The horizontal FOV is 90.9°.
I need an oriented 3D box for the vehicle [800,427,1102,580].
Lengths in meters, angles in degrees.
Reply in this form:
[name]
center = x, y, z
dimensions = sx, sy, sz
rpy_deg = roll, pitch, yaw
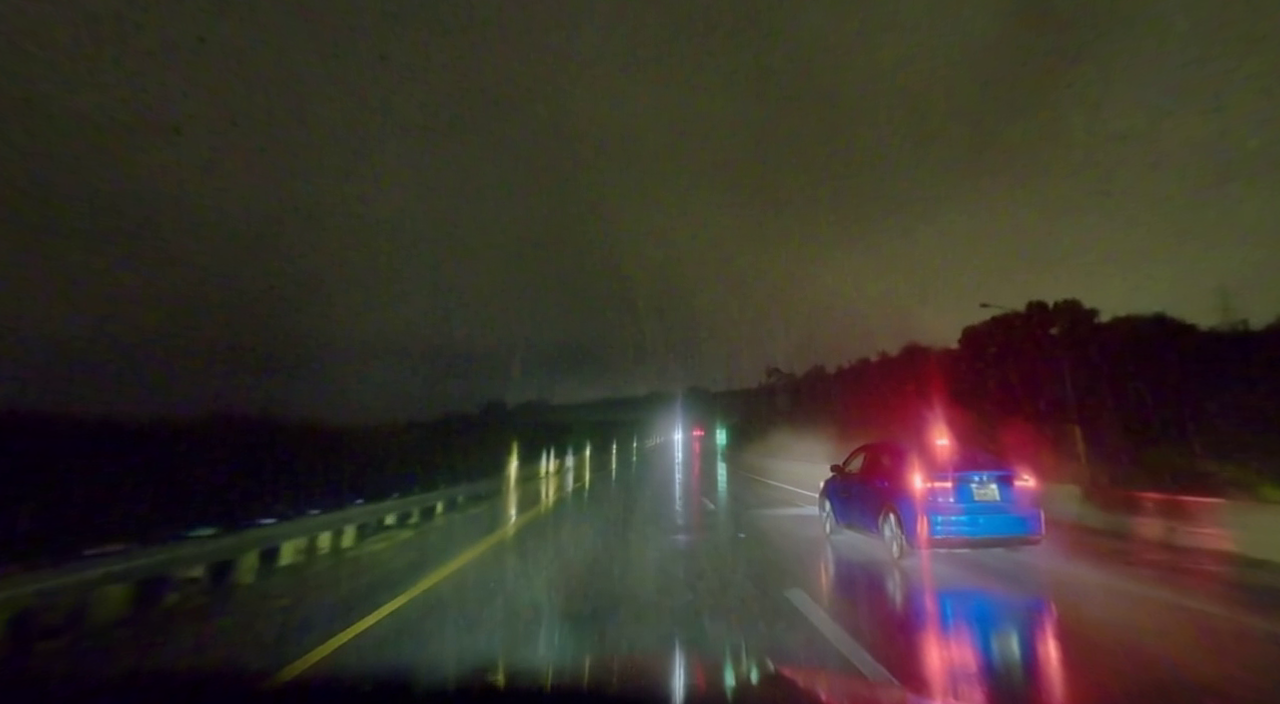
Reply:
[vehicle]
center = 3.662, 1.832, 8.450
dimensions = 1.997, 1.515, 4.025
rpy_deg = -1, -8, 1
